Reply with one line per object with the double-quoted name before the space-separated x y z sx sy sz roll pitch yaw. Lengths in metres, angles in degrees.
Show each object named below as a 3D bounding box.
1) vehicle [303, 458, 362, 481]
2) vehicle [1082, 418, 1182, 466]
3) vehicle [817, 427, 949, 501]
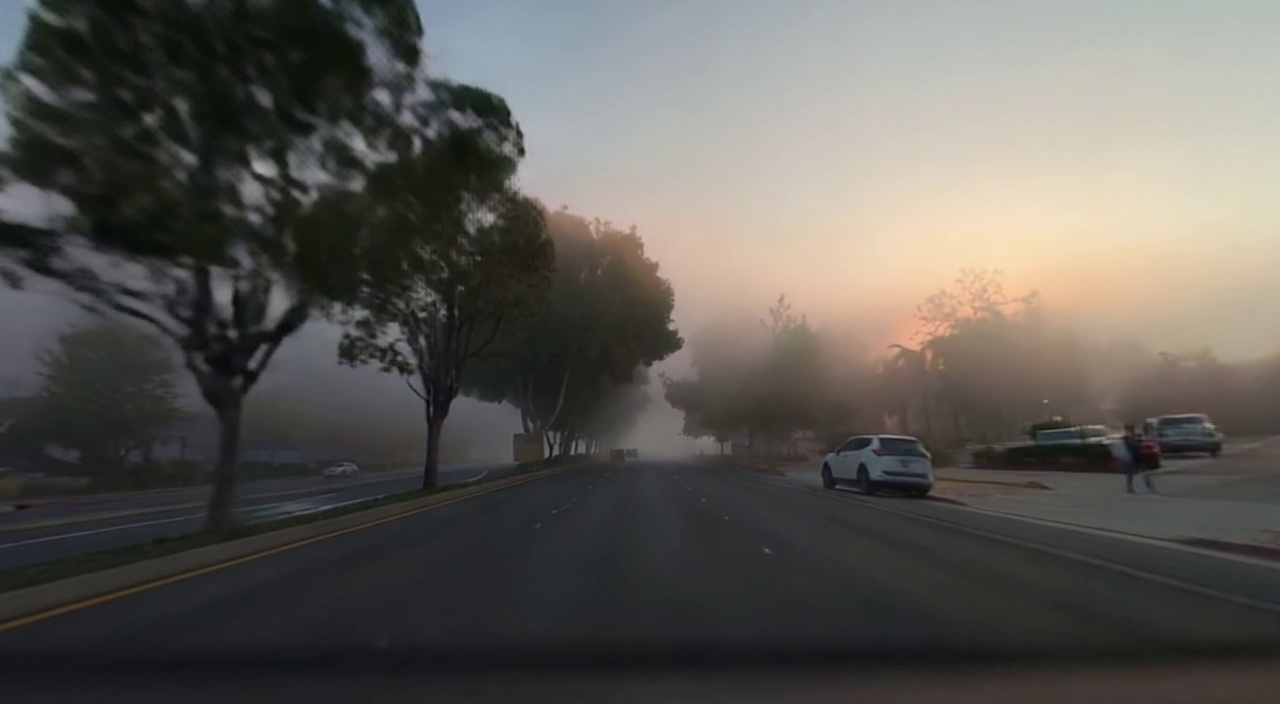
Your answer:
"vehicle" -22.285 8.523 46.088 1.164 1.469 6.173 0 -9 0
"vehicle" 14.352 2.629 18.387 3.386 1.301 0.852 5 -10 -28
"vehicle" 6.971 3.260 18.788 1.954 1.907 4.736 0 -9 -1
